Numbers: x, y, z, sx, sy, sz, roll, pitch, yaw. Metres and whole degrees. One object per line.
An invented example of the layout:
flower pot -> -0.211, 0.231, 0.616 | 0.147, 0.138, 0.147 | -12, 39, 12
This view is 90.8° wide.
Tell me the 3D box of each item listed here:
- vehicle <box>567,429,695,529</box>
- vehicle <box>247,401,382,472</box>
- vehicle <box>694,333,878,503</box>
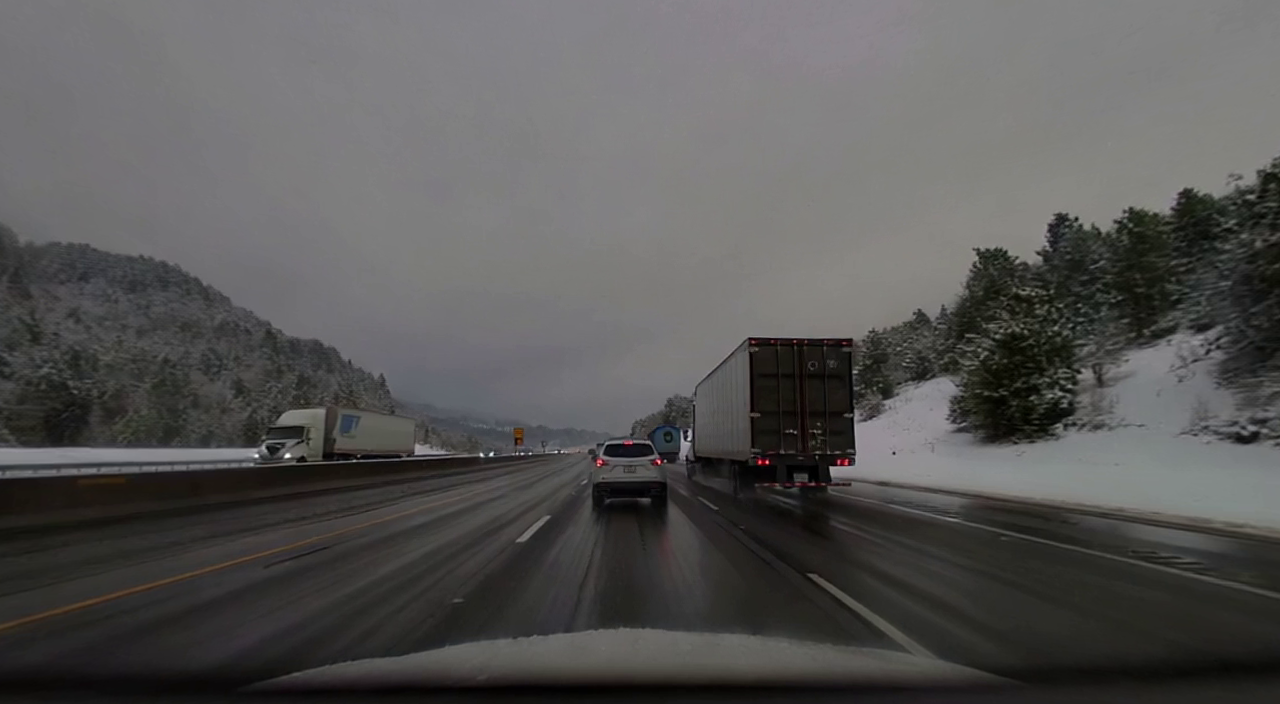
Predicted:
vehicle -> -0.179, 2.410, 12.415 | 2.109, 1.639, 3.768 | 0, -9, -1
vehicle -> -19.869, 5.421, 39.672 | 2.962, 3.847, 10.654 | 0, -9, -1
vehicle -> 4.023, 2.620, 21.935 | 2.812, 4.024, 14.098 | 0, -9, -1
